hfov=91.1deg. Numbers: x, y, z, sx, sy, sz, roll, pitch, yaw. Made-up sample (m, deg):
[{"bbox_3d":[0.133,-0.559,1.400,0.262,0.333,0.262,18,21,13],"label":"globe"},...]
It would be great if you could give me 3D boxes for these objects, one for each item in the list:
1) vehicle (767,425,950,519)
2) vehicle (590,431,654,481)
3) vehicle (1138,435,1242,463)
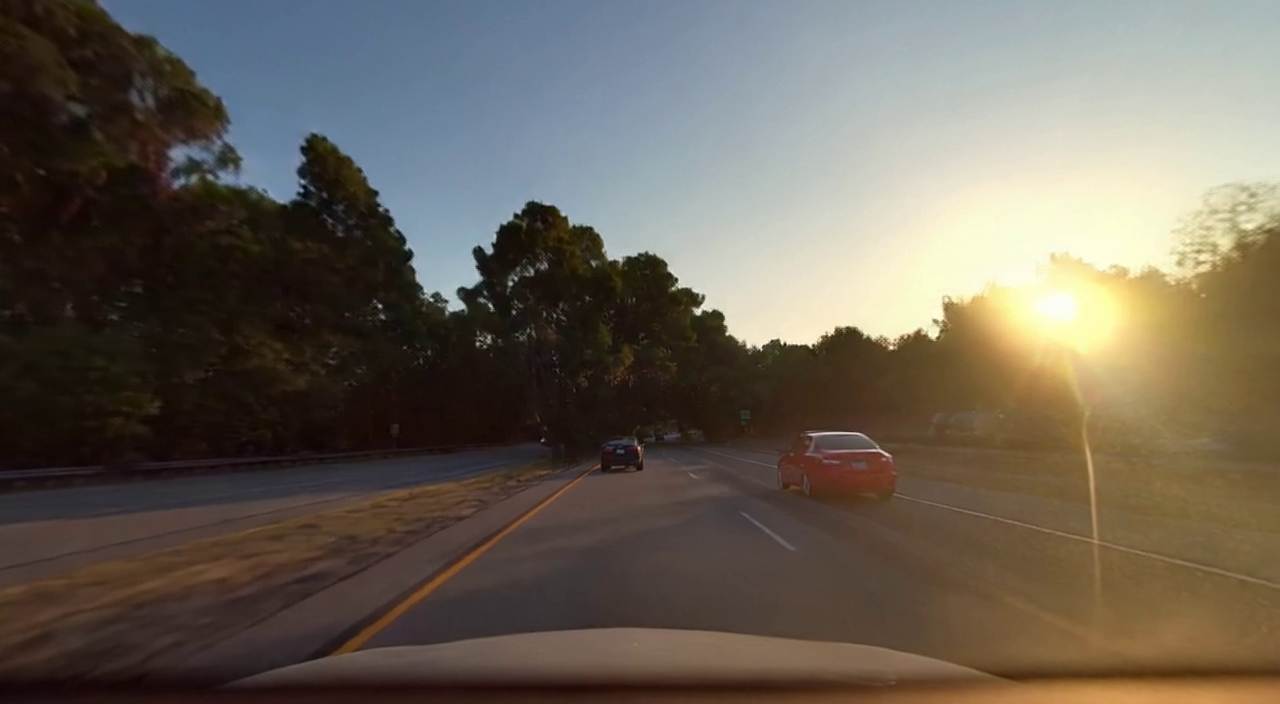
[{"bbox_3d":[4.022,2.253,12.485,2.010,1.508,4.285,0,-8,-1],"label":"vehicle"},{"bbox_3d":[-0.535,3.337,20.514,1.897,1.479,3.724,0,-8,0],"label":"vehicle"},{"bbox_3d":[33.384,5.870,38.365,1.969,1.556,4.739,0,-8,-1],"label":"vehicle"}]
